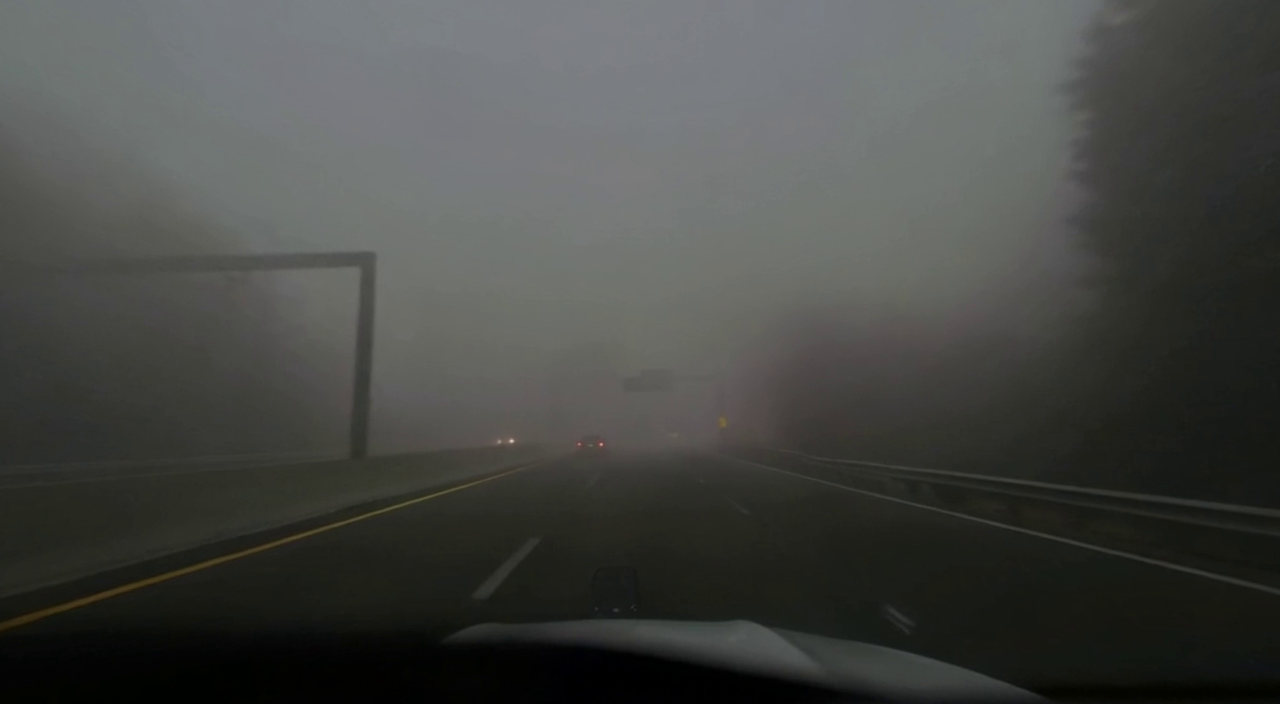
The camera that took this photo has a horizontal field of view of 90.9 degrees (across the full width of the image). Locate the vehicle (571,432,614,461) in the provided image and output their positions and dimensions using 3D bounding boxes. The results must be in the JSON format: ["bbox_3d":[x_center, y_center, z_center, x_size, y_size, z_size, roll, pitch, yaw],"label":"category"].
[{"bbox_3d":[-2.791,5.663,37.991,2.148,1.603,4.513,0,-8,1],"label":"vehicle"}]
